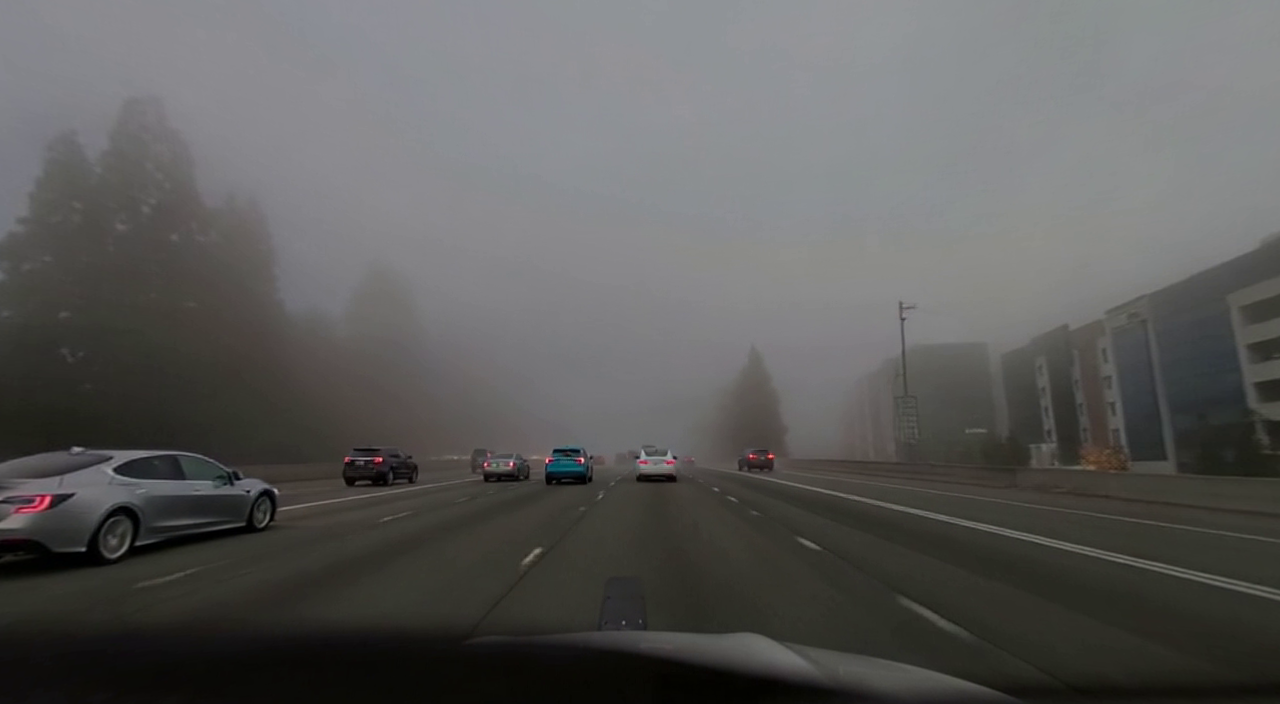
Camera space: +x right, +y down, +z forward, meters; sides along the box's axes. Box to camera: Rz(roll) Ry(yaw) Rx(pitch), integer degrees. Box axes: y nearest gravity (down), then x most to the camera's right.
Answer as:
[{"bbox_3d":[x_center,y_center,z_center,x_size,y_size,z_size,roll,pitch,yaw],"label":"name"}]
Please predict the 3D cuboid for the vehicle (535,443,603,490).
[{"bbox_3d":[-2.652,4.381,24.606,2.102,1.624,4.257,-1,-8,1],"label":"vehicle"}]

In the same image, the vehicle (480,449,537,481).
[{"bbox_3d":[-6.446,5.560,31.344,1.886,1.455,4.148,-1,-8,1],"label":"vehicle"}]

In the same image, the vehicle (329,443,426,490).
[{"bbox_3d":[-10.370,4.511,25.355,1.947,1.683,4.331,-1,-8,1],"label":"vehicle"}]

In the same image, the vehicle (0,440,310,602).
[{"bbox_3d":[-6.650,1.904,8.210,2.116,1.473,4.644,-1,-8,1],"label":"vehicle"}]

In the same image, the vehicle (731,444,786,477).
[{"bbox_3d":[6.733,6.180,36.418,2.071,1.754,4.484,0,-8,-3],"label":"vehicle"}]

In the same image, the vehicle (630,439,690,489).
[{"bbox_3d":[0.731,4.239,24.284,2.114,1.715,4.136,-1,-8,1],"label":"vehicle"}]
